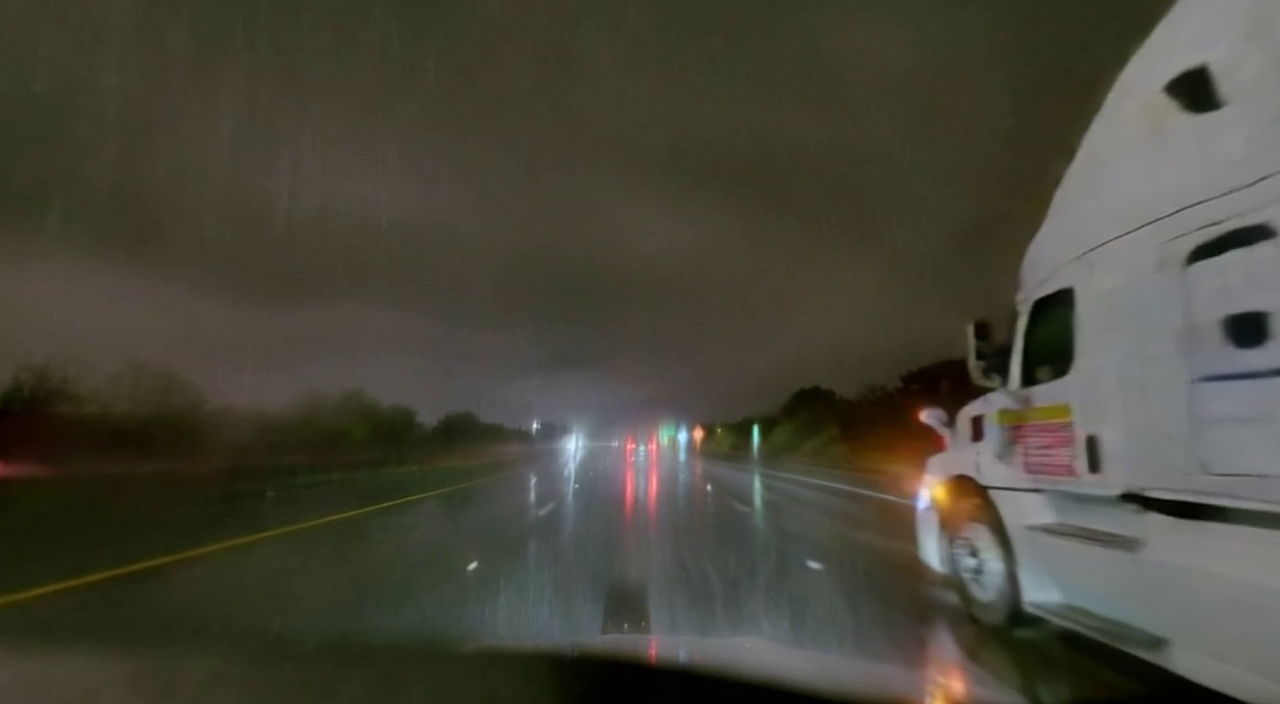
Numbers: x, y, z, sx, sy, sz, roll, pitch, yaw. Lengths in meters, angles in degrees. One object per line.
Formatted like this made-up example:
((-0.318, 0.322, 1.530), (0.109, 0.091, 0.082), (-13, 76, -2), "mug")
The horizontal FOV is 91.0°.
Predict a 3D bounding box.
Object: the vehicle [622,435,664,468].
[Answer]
((0.158, 5.262, 33.369), (2.111, 1.635, 4.177), (0, -8, 0), "vehicle")
